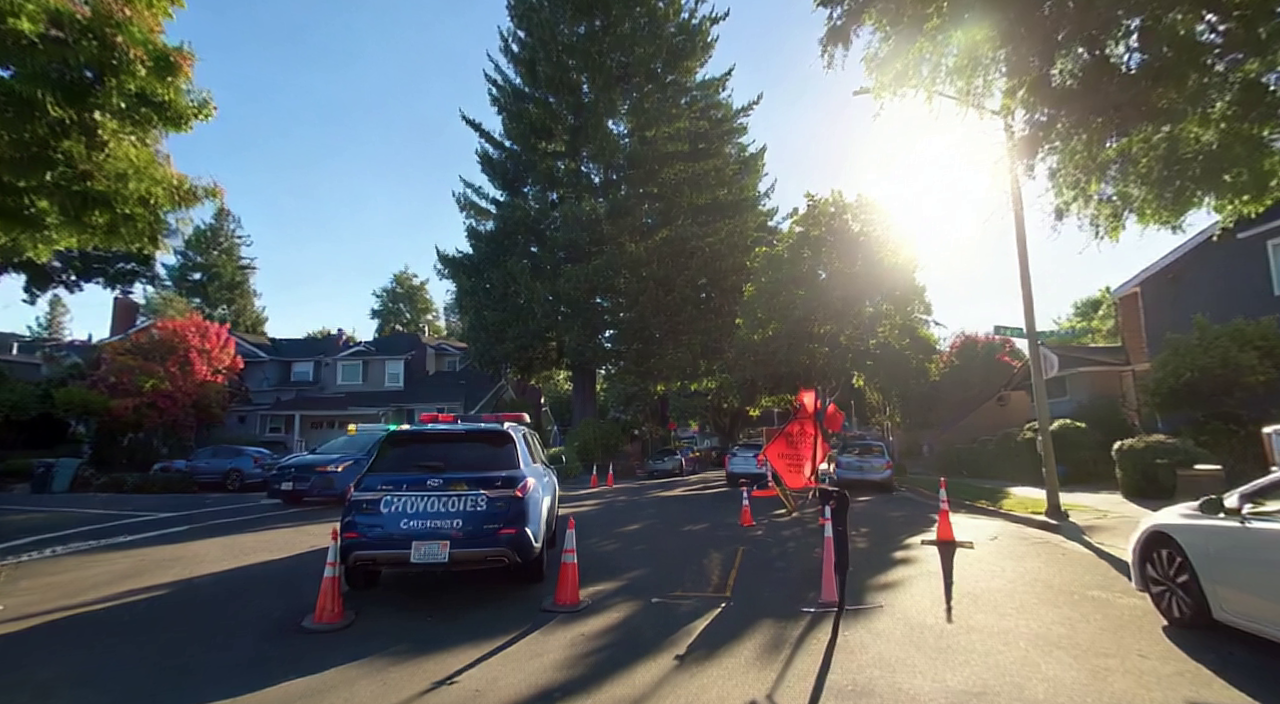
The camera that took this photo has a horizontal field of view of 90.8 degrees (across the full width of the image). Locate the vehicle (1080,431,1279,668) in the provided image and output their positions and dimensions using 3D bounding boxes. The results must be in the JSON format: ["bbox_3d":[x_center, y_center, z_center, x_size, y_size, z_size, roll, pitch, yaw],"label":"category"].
[{"bbox_3d":[4.946,1.226,3.796,1.808,1.490,4.711,-1,-9,9],"label":"vehicle"}]

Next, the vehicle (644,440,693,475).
[{"bbox_3d":[1.628,5.659,34.176,2.014,1.742,4.297,-2,-9,11],"label":"vehicle"}]

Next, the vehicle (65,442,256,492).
[{"bbox_3d":[-15.519,3.682,20.542,5.022,1.497,1.996,-2,-9,11],"label":"vehicle"}]

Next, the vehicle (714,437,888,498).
[{"bbox_3d":[4.825,3.391,19.062,4.656,1.577,2.099,2,-8,-21],"label":"vehicle"}]

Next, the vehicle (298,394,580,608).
[{"bbox_3d":[-2.399,1.566,7.579,2.350,1.748,4.094,3,-9,-20],"label":"vehicle"}]

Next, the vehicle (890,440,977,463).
[{"bbox_3d":[20.399,6.932,44.070,5.066,1.534,1.905,-1,-9,7],"label":"vehicle"}]

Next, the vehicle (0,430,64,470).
[{"bbox_3d":[-31.213,4.783,30.814,1.908,1.898,4.120,-2,-9,10],"label":"vehicle"}]
